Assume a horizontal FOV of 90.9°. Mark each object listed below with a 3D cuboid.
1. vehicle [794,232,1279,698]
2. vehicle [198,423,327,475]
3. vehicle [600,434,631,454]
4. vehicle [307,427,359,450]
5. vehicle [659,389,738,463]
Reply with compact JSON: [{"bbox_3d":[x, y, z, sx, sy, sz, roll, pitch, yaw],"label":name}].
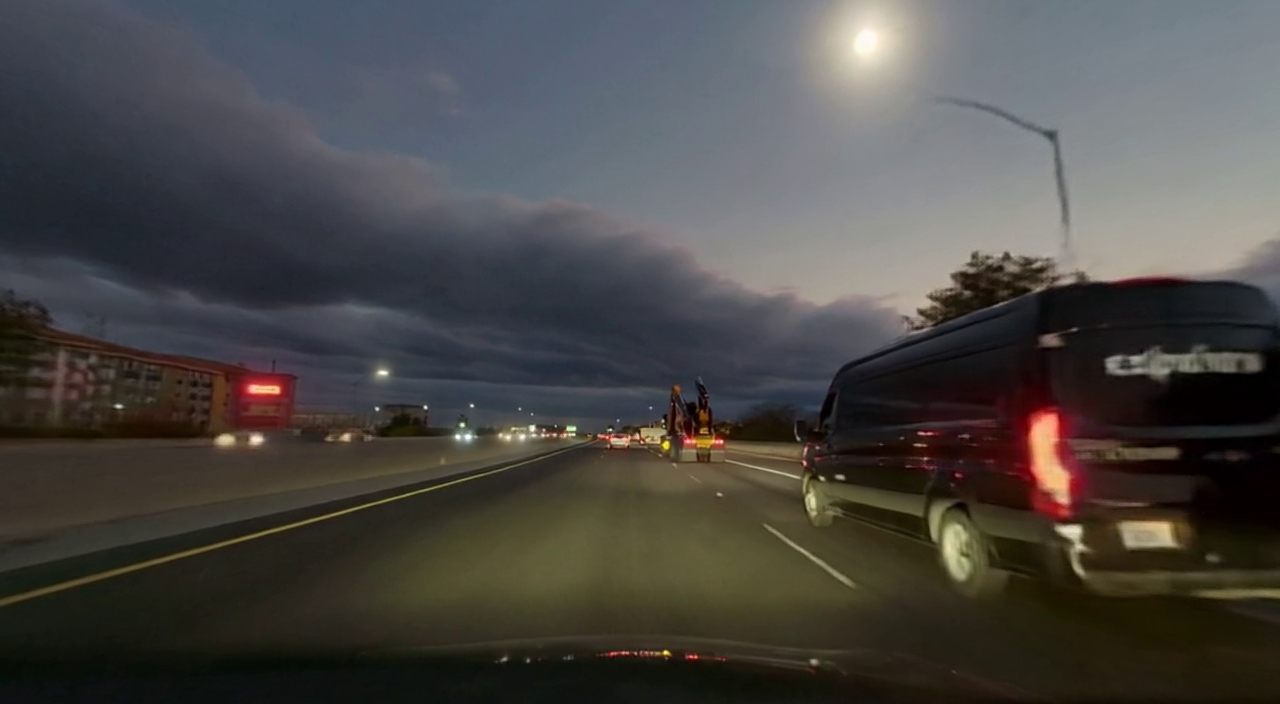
[{"bbox_3d":[3.605,0.953,6.390,2.386,2.509,5.880,0,-8,-2],"label":"vehicle"},{"bbox_3d":[-11.792,3.044,19.998,1.839,1.462,3.727,0,-8,-2],"label":"vehicle"},{"bbox_3d":[-1.888,7.036,48.333,2.217,1.502,4.222,0,-8,-2],"label":"vehicle"},{"bbox_3d":[-23.164,6.544,47.687,1.914,1.637,4.353,0,-8,-3],"label":"vehicle"},{"bbox_3d":[3.147,4.451,37.146,2.912,3.738,10.123,0,-8,-4],"label":"vehicle"}]
